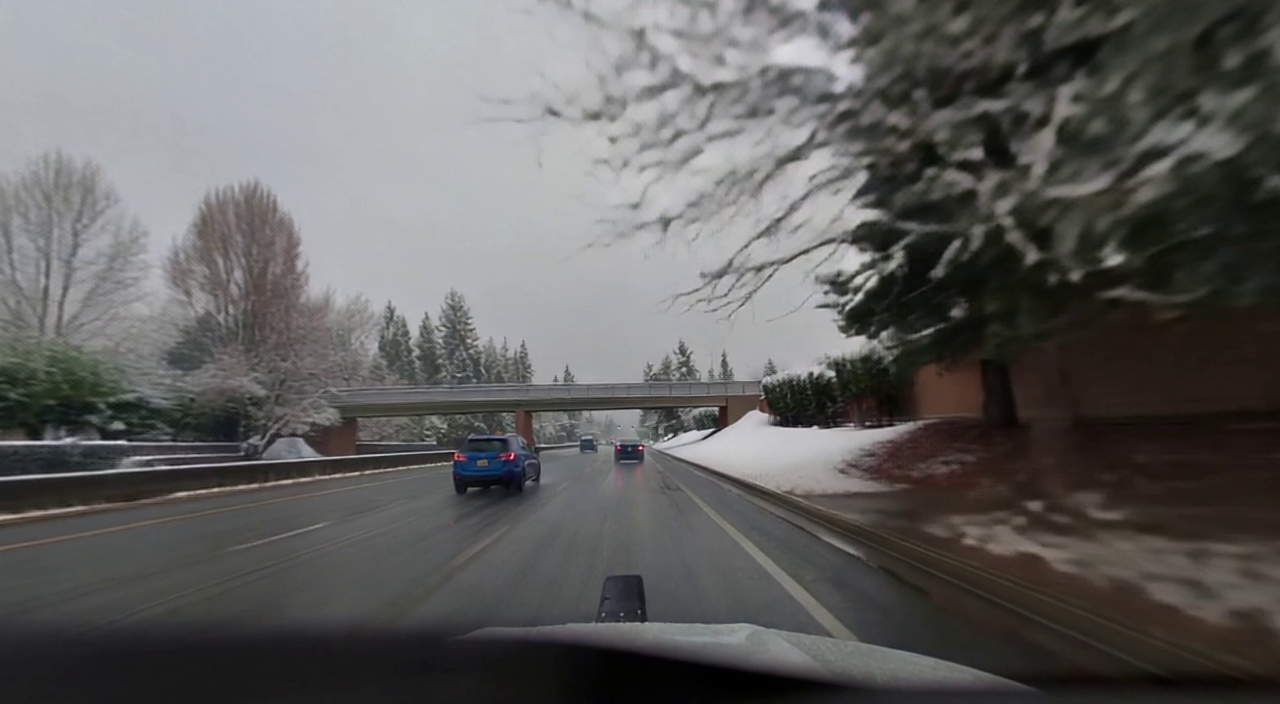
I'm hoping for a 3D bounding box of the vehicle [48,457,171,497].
[{"bbox_3d":[-24.808,5.824,29.816,1.854,1.645,4.522,0,-8,0],"label":"vehicle"}]

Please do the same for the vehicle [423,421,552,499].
[{"bbox_3d":[-3.862,2.840,16.979,2.223,1.771,4.581,0,-8,1],"label":"vehicle"}]

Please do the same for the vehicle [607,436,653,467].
[{"bbox_3d":[-0.507,5.155,32.813,2.205,1.509,4.272,0,-8,-1],"label":"vehicle"}]
